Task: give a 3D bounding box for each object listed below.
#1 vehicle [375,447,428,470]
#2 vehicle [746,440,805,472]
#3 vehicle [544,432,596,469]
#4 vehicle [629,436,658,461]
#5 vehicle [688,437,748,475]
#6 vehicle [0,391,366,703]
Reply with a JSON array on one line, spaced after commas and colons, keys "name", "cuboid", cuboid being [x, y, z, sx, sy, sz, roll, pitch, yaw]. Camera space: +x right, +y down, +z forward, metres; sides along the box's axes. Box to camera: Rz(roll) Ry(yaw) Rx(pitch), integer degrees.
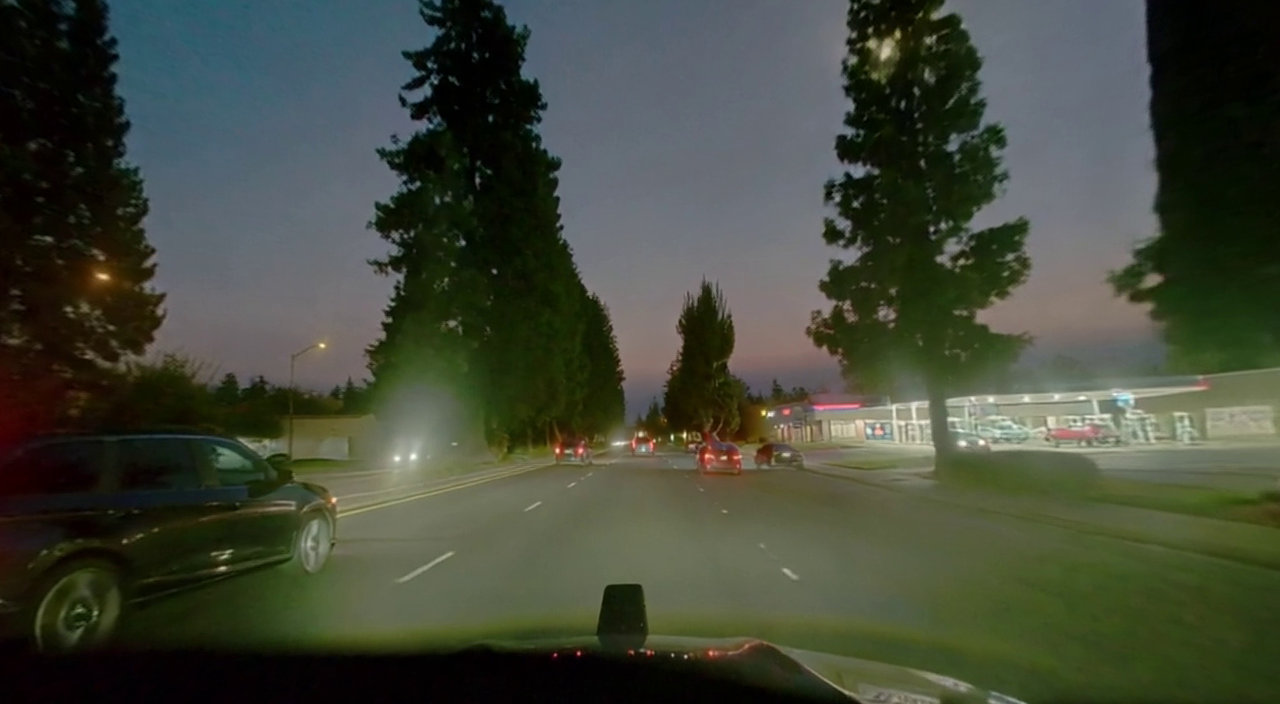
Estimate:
[{"name": "vehicle", "cuboid": [-16.833, 7.509, 44.718, 1.808, 1.476, 4.449, 0, -8, 2]}, {"name": "vehicle", "cuboid": [6.443, 4.985, 30.506, 1.856, 1.421, 4.357, 0, -8, -1]}, {"name": "vehicle", "cuboid": [-3.451, 4.973, 31.995, 2.051, 1.747, 4.370, 0, -8, 1]}, {"name": "vehicle", "cuboid": [0.235, 6.498, 42.542, 1.922, 1.579, 3.642, 0, -8, 0]}, {"name": "vehicle", "cuboid": [3.275, 4.468, 27.434, 2.010, 1.486, 4.498, 0, -8, -1]}, {"name": "vehicle", "cuboid": [-4.096, 1.151, 4.380, 1.988, 1.530, 5.155, 0, -8, 1]}]
